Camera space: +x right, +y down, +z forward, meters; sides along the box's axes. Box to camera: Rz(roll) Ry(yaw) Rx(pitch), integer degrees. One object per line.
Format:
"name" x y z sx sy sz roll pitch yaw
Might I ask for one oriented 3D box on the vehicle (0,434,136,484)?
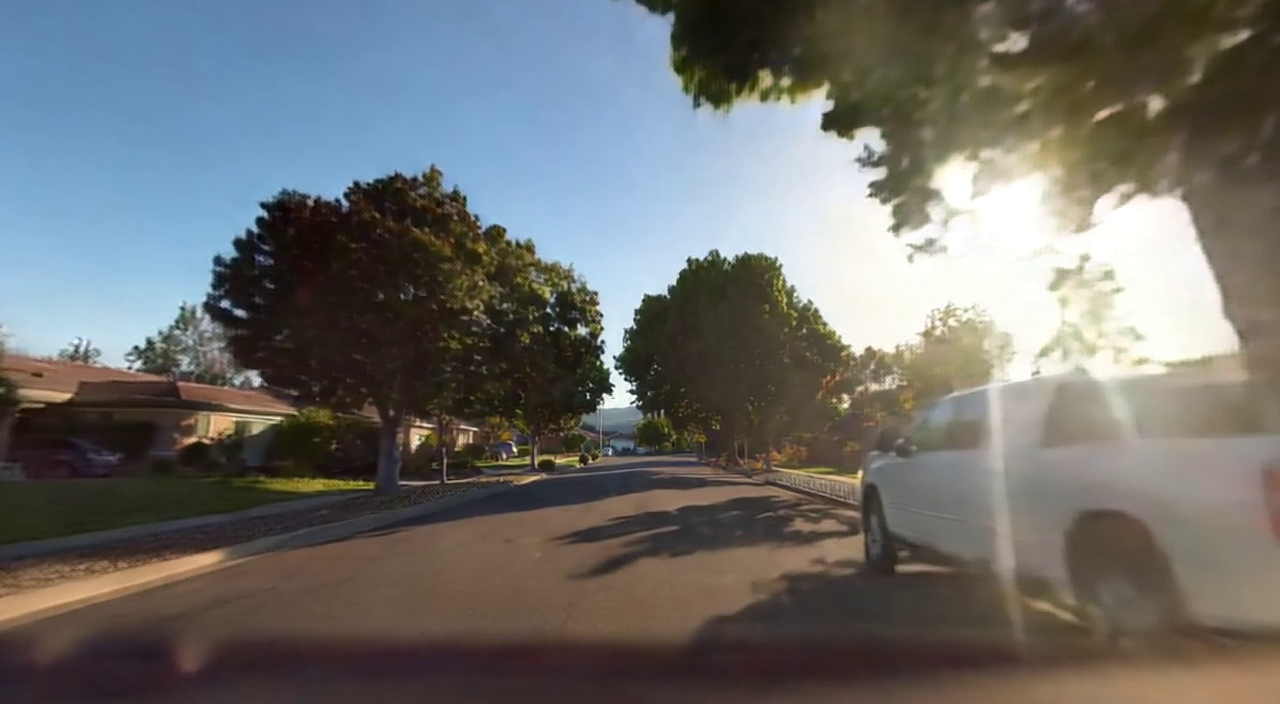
"vehicle" -19.422 3.516 20.945 4.337 1.496 1.868 -2 -9 15

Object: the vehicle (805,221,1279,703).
"vehicle" 3.704 1.085 5.107 2.789 2.206 7.420 -1 -9 1
